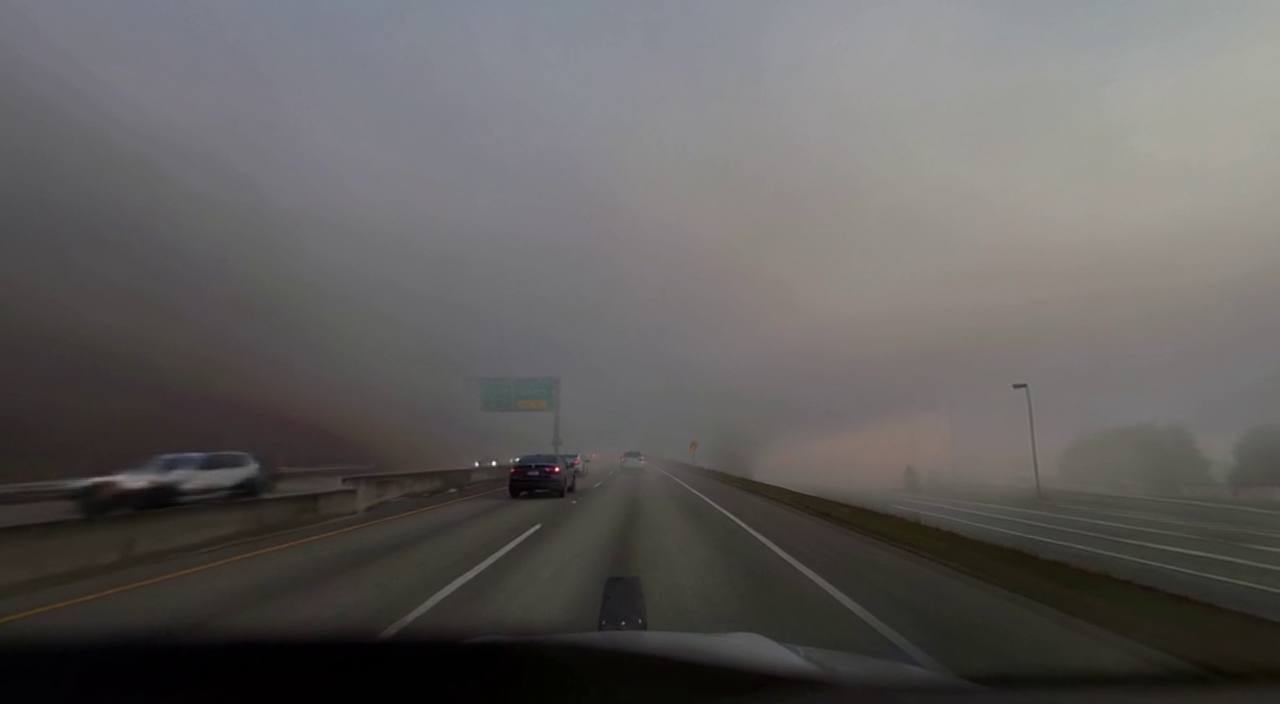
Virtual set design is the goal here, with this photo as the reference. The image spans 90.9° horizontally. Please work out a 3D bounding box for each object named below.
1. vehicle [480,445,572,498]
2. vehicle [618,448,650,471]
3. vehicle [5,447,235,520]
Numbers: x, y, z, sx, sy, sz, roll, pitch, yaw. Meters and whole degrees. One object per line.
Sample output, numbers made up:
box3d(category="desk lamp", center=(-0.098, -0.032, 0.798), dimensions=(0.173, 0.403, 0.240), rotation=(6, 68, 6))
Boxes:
box3d(category="vehicle", center=(-3.524, 3.766, 20.429), dimensions=(2.067, 1.509, 4.551), rotation=(0, -8, 1))
box3d(category="vehicle", center=(-0.451, 7.373, 43.572), dimensions=(2.100, 1.471, 3.956), rotation=(0, -8, -1))
box3d(category="vehicle", center=(-13.657, 3.420, 17.106), dimensions=(2.105, 1.676, 4.777), rotation=(0, -8, 0))
